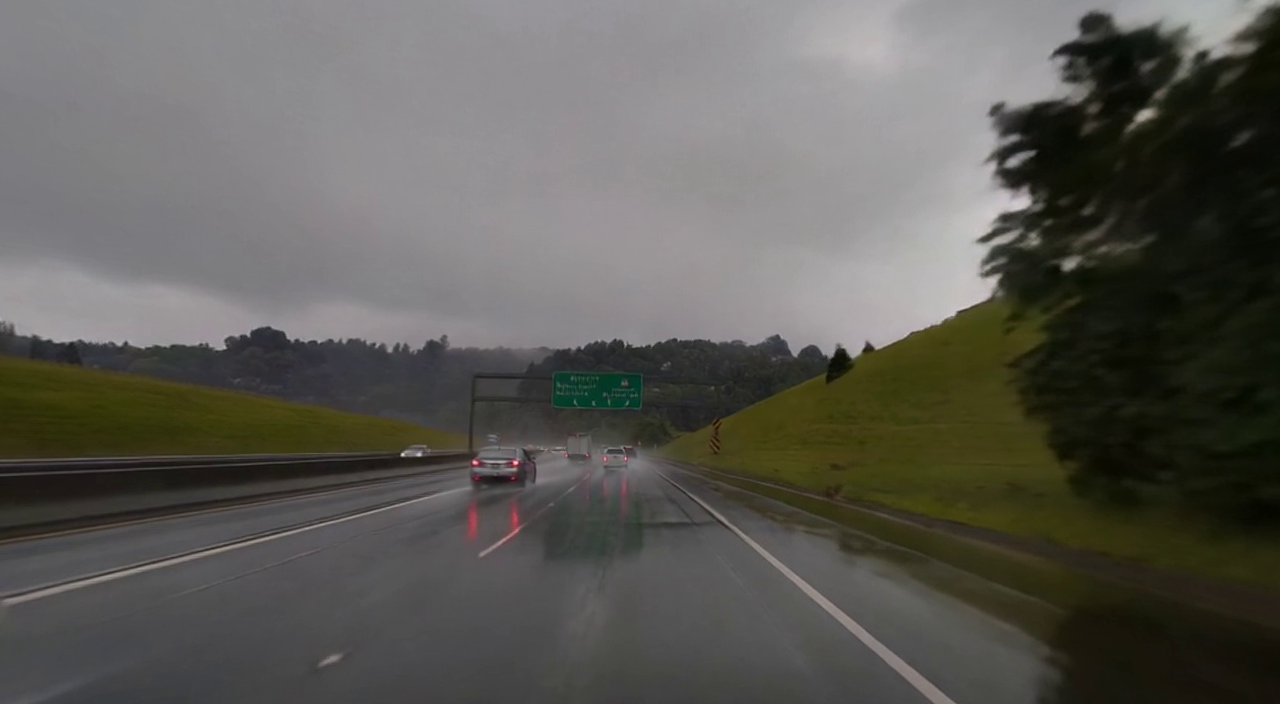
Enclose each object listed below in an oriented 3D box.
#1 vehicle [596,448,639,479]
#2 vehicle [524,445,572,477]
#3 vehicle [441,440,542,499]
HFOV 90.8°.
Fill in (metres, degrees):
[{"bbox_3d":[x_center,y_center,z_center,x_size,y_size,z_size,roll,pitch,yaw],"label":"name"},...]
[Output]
[{"bbox_3d":[-1.146,5.587,31.956,1.988,1.440,4.201,0,-9,-2],"label":"vehicle"},{"bbox_3d":[-4.971,5.953,34.753,2.118,1.624,4.032,0,-9,-1],"label":"vehicle"},{"bbox_3d":[-4.493,3.633,19.833,2.208,1.619,4.162,0,-9,0],"label":"vehicle"}]
